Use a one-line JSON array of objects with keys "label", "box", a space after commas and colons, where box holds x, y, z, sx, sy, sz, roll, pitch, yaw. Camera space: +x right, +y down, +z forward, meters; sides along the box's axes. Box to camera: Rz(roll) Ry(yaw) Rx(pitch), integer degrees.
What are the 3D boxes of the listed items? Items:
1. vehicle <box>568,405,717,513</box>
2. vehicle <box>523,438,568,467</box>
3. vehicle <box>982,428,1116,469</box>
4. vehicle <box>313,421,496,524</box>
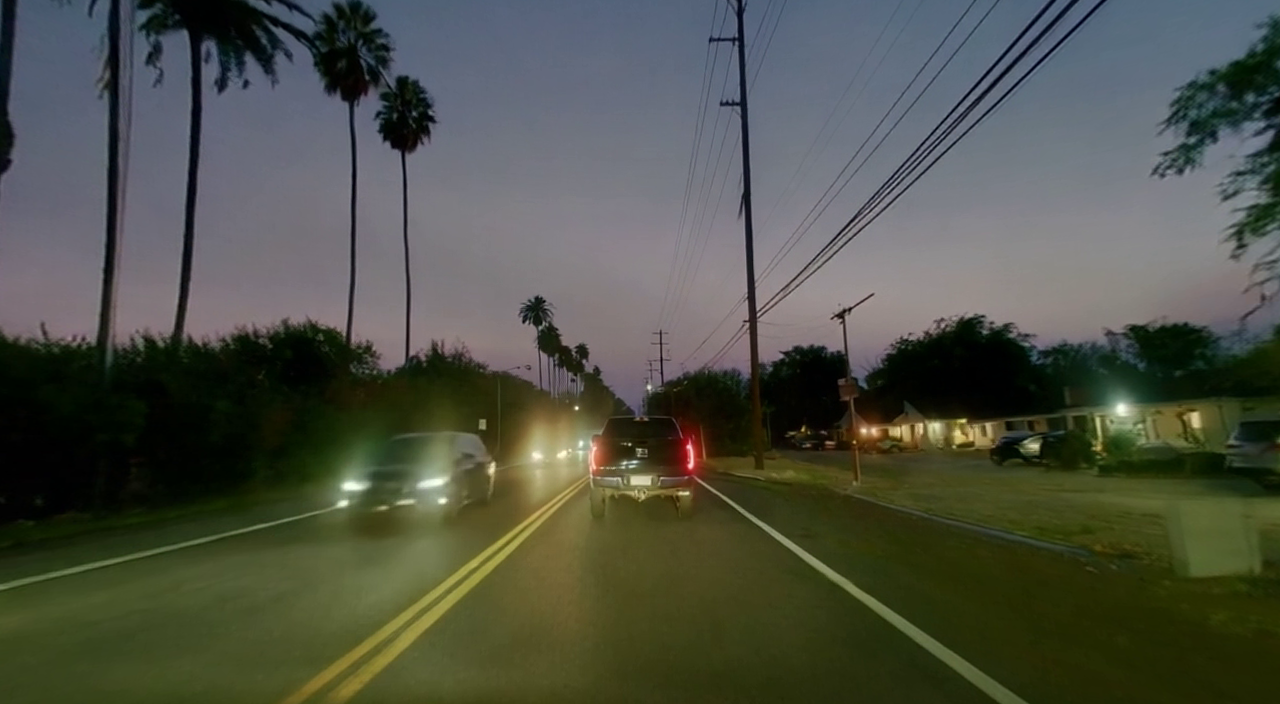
[{"label": "vehicle", "box": [0.022, 2.496, 15.137, 2.848, 2.047, 5.885, 0, -8, 0]}, {"label": "vehicle", "box": [-5.714, 6.161, 38.854, 2.159, 1.627, 4.505, 0, -8, -1]}, {"label": "vehicle", "box": [20.335, 4.857, 31.914, 2.277, 1.836, 6.267, 0, -9, -4]}, {"label": "vehicle", "box": [-4.658, 2.455, 13.462, 2.223, 1.776, 4.614, 0, -8, -2]}]
